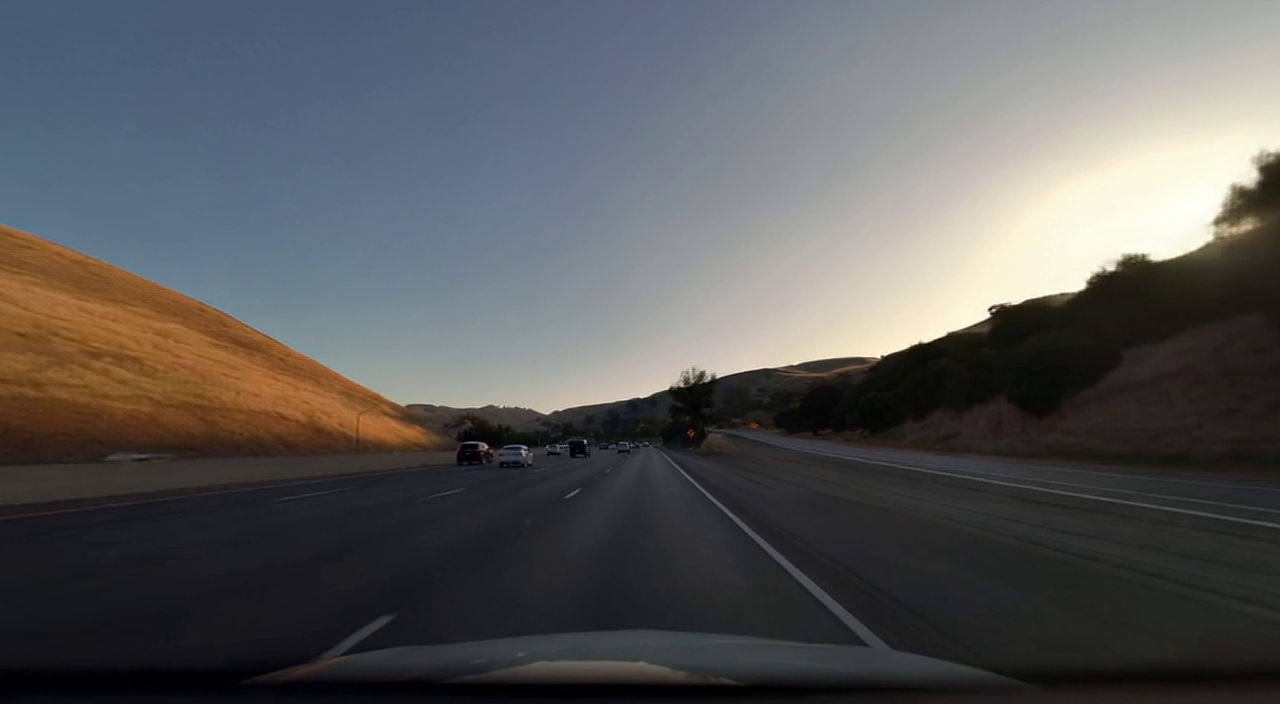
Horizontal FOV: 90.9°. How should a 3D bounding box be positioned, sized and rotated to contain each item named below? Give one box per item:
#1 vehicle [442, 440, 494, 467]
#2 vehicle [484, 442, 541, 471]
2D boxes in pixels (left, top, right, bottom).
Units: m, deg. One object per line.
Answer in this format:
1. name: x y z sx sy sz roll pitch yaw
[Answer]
1. vehicle: -11.155 6.614 41.277 2.020 1.645 4.629 -1 -9 2
2. vehicle: -6.874 5.705 34.587 2.107 1.484 4.449 -1 -9 2
